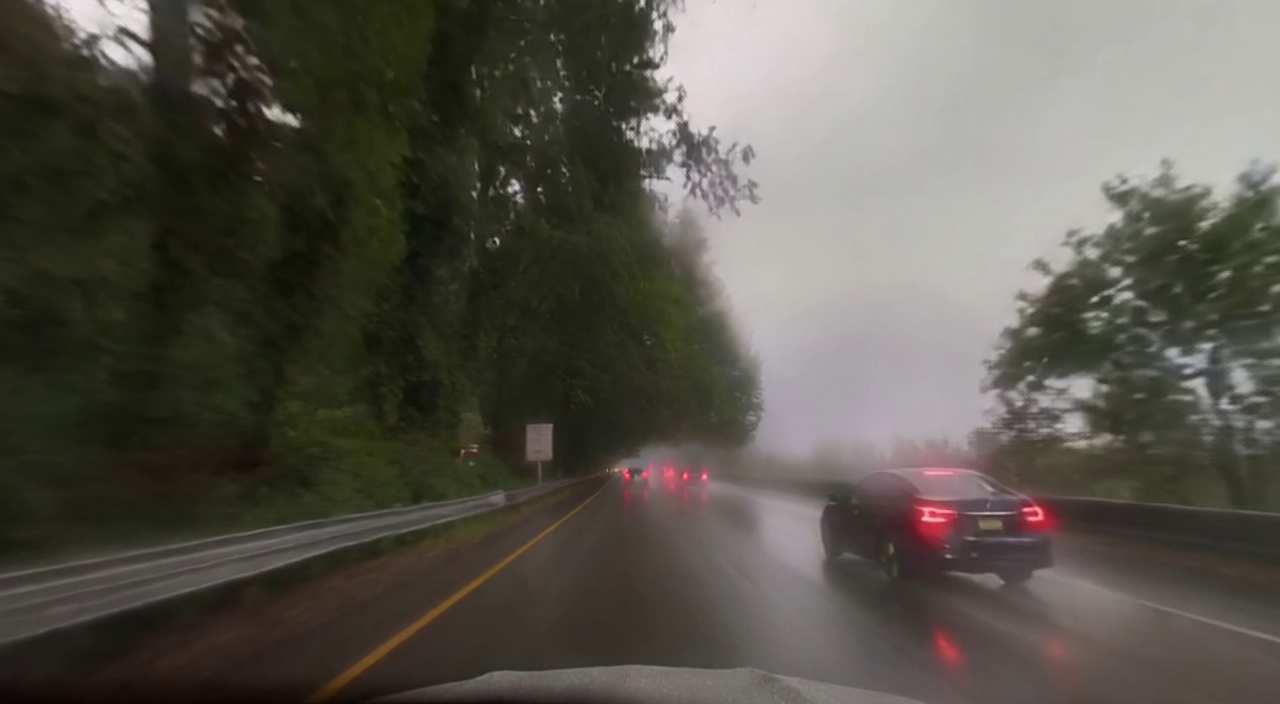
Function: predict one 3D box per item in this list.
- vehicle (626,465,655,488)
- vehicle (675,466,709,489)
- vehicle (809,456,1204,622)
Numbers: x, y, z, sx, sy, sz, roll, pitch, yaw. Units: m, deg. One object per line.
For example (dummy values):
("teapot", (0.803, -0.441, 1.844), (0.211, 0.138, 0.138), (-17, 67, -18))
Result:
("vehicle", (0.041, 8.797, 44.662), (1.980, 1.483, 3.865), (1, -11, 0))
("vehicle", (3.615, 8.754, 44.099), (1.976, 1.467, 3.783), (1, -11, -1))
("vehicle", (3.908, 2.115, 8.081), (2.018, 1.426, 4.941), (1, -11, -1))
